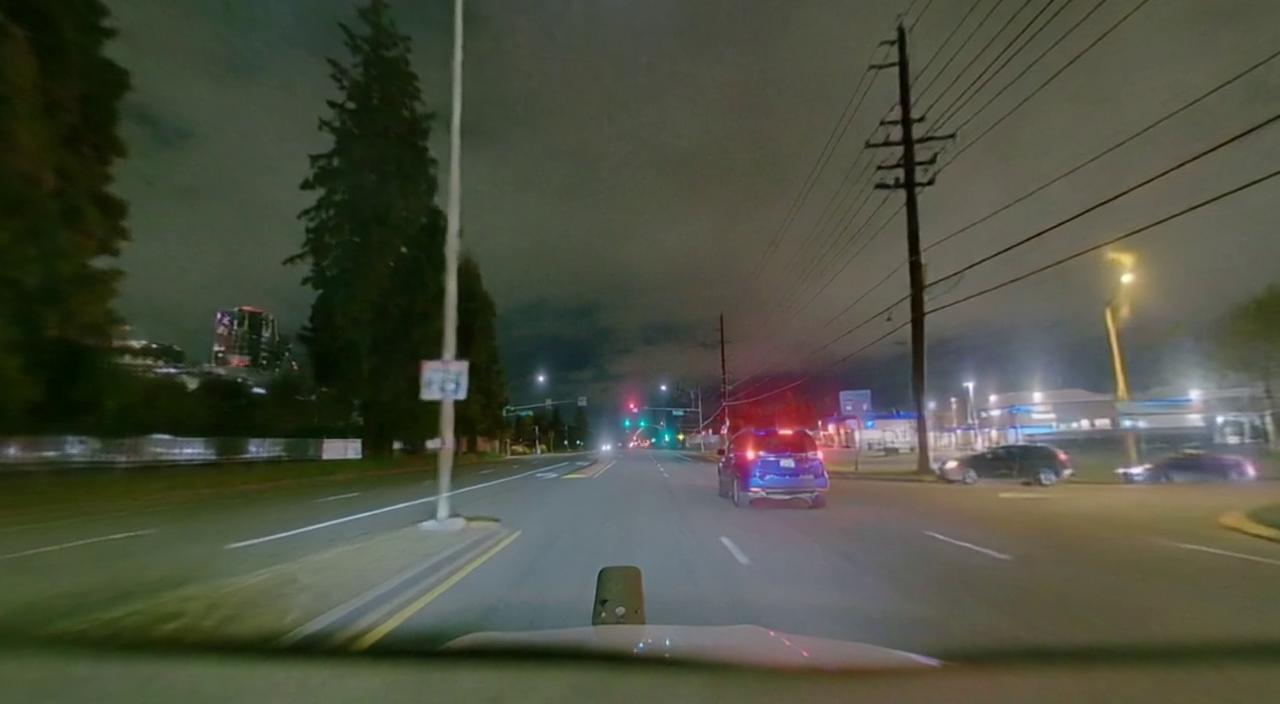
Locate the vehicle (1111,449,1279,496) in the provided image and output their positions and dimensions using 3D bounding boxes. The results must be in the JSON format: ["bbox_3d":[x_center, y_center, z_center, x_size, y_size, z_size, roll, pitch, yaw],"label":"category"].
[{"bbox_3d":[18.579,3.963,20.995,4.208,1.434,2.021,0,-9,0],"label":"vehicle"}]

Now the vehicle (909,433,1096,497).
[{"bbox_3d":[11.738,3.673,20.730,4.801,1.802,2.022,-2,-9,-2],"label":"vehicle"}]

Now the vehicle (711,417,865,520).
[{"bbox_3d":[2.915,2.428,13.679,2.060,1.820,4.713,0,-9,-1],"label":"vehicle"}]
